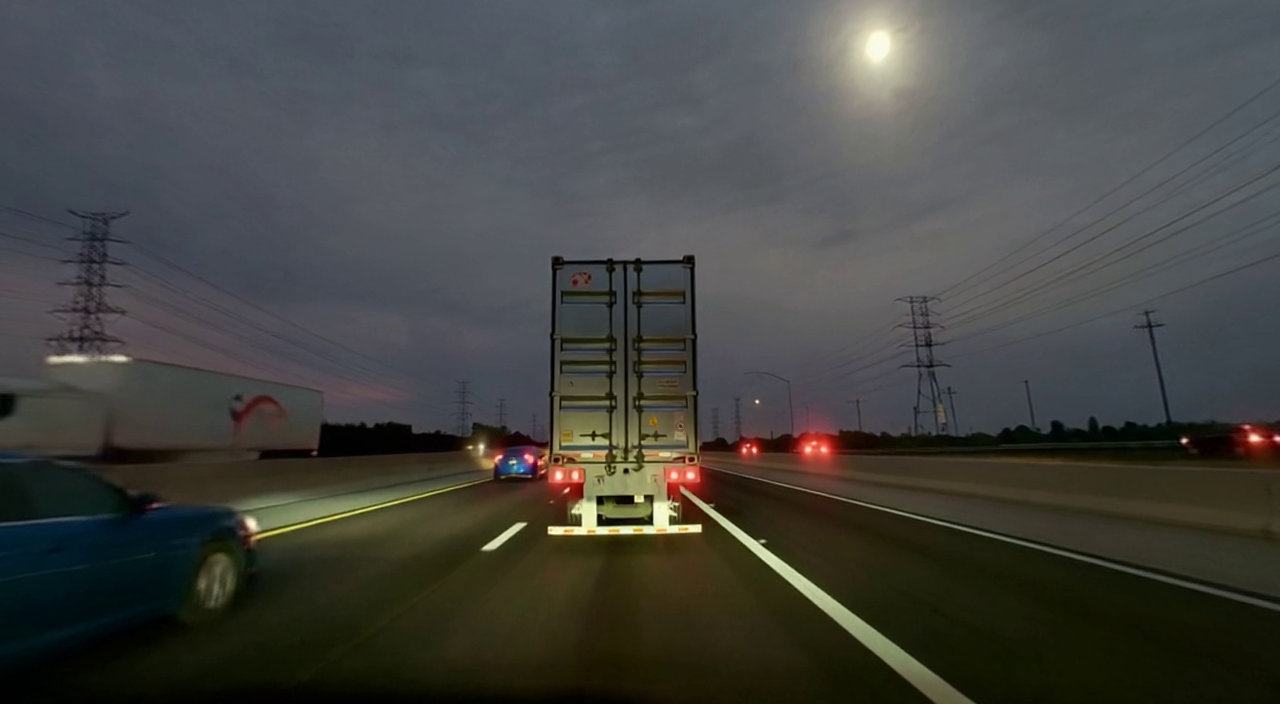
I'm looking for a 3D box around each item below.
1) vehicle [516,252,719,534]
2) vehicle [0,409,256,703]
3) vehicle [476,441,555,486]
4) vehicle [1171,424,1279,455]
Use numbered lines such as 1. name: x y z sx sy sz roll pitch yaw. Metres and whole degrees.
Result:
1. vehicle: -0.305 1.420 15.107 2.841 4.071 12.046 0 -9 0
2. vehicle: -4.164 1.038 3.130 1.912 1.485 4.218 0 -9 -1
3. vehicle: -4.468 4.092 23.496 1.993 1.475 4.540 0 -9 0
4. vehicle: 32.428 4.869 34.832 4.579 1.594 1.932 -9 -12 44
